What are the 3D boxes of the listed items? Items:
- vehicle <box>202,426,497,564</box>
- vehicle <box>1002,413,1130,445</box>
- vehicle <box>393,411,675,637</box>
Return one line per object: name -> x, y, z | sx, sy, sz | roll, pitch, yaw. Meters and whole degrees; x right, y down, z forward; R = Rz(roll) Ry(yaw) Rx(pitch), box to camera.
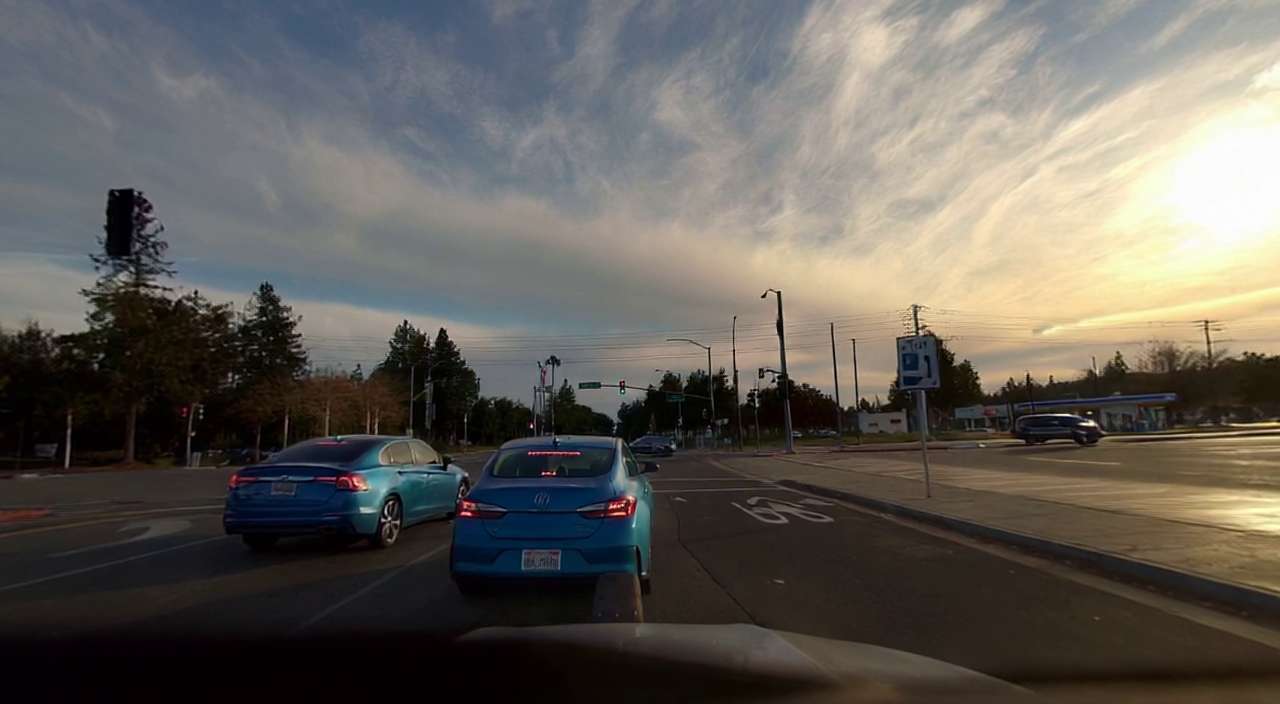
vehicle -> -3.754, 1.931, 9.402 | 1.995, 1.506, 4.773 | 0, -8, 2
vehicle -> 21.163, 3.859, 31.548 | 4.874, 1.502, 2.048 | 0, -8, 0
vehicle -> -0.648, 1.495, 6.574 | 1.916, 1.510, 4.447 | 0, -8, 2
